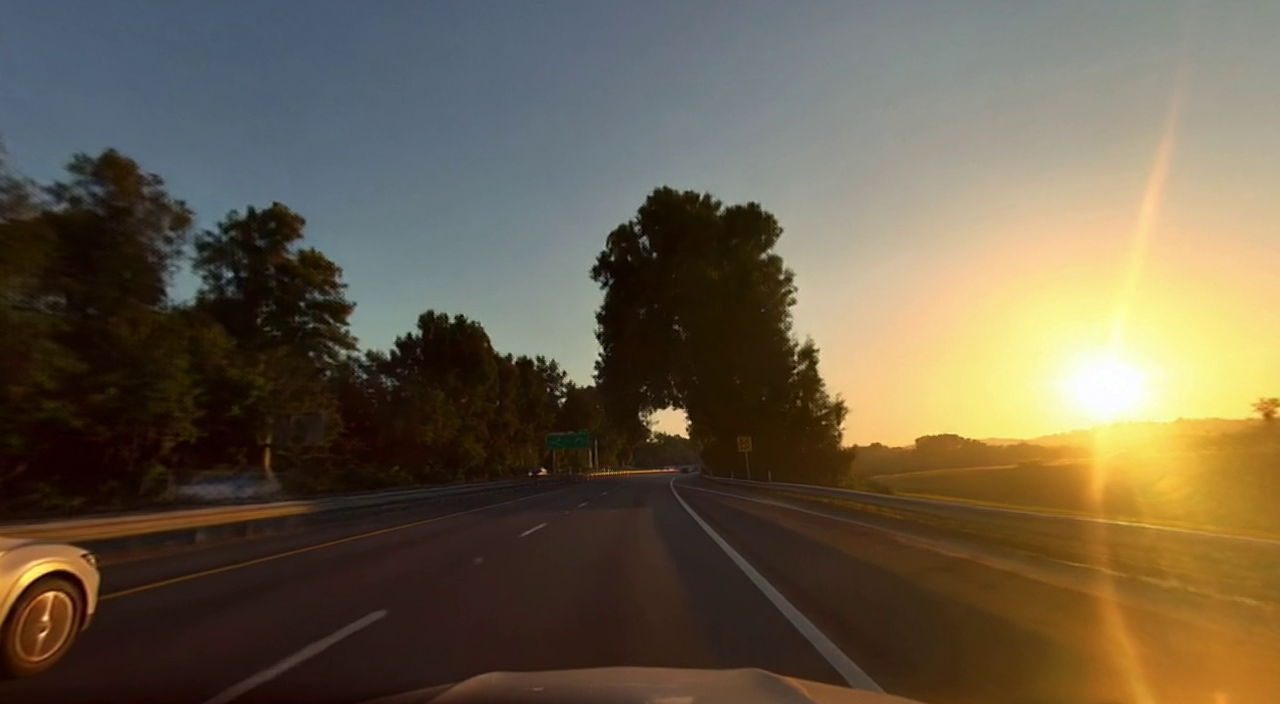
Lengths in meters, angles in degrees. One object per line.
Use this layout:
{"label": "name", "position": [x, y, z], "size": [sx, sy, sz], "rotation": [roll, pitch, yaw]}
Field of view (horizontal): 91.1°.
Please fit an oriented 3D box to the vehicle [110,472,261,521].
{"label": "vehicle", "position": [-16.119, 5.122, 22.671], "size": [1.950, 1.526, 4.557], "rotation": [1, -11, 1]}
